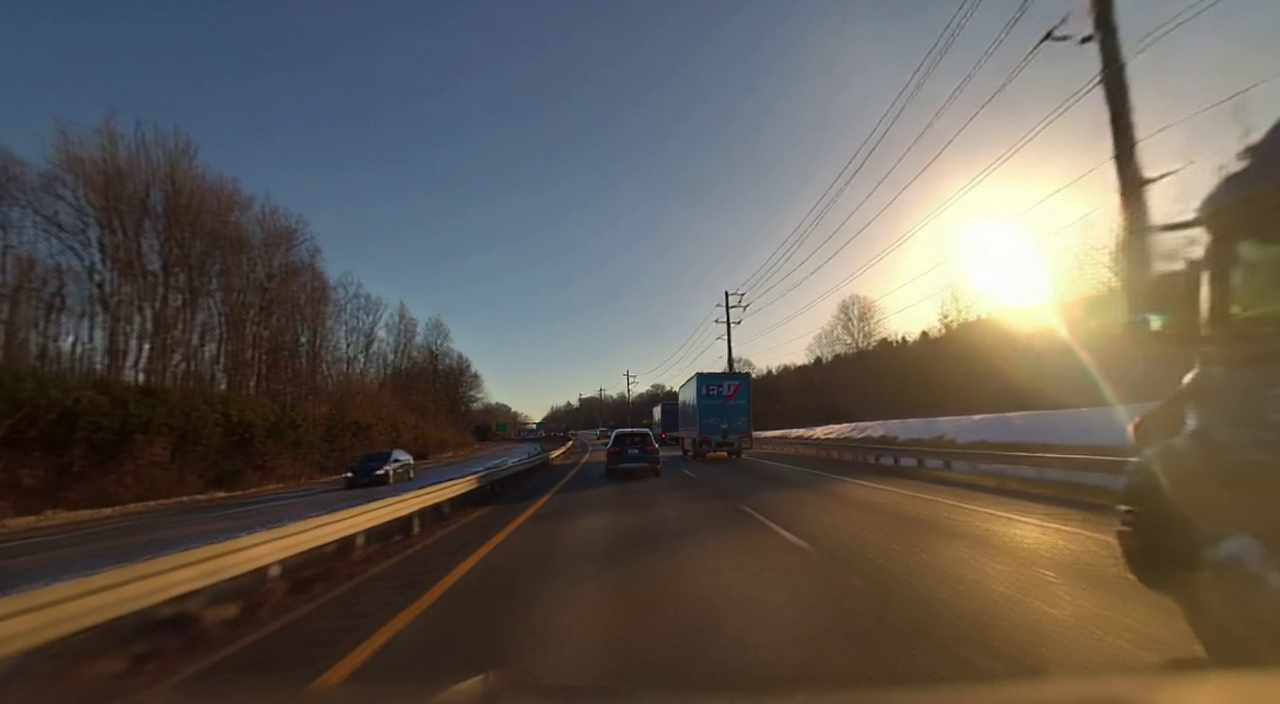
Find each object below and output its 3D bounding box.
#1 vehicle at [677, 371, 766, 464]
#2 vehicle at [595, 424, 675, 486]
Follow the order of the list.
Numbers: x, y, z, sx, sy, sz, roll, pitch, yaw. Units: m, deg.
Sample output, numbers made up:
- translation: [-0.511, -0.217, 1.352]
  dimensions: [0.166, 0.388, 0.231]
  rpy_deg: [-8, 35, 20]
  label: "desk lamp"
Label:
- translation: [3.650, 3.323, 30.773]
  dimensions: [2.835, 3.872, 8.916]
  rpy_deg: [0, -8, -2]
  label: "vehicle"
- translation: [-0.201, 2.938, 18.324]
  dimensions: [2.062, 1.581, 3.914]
  rpy_deg: [0, -8, -2]
  label: "vehicle"
